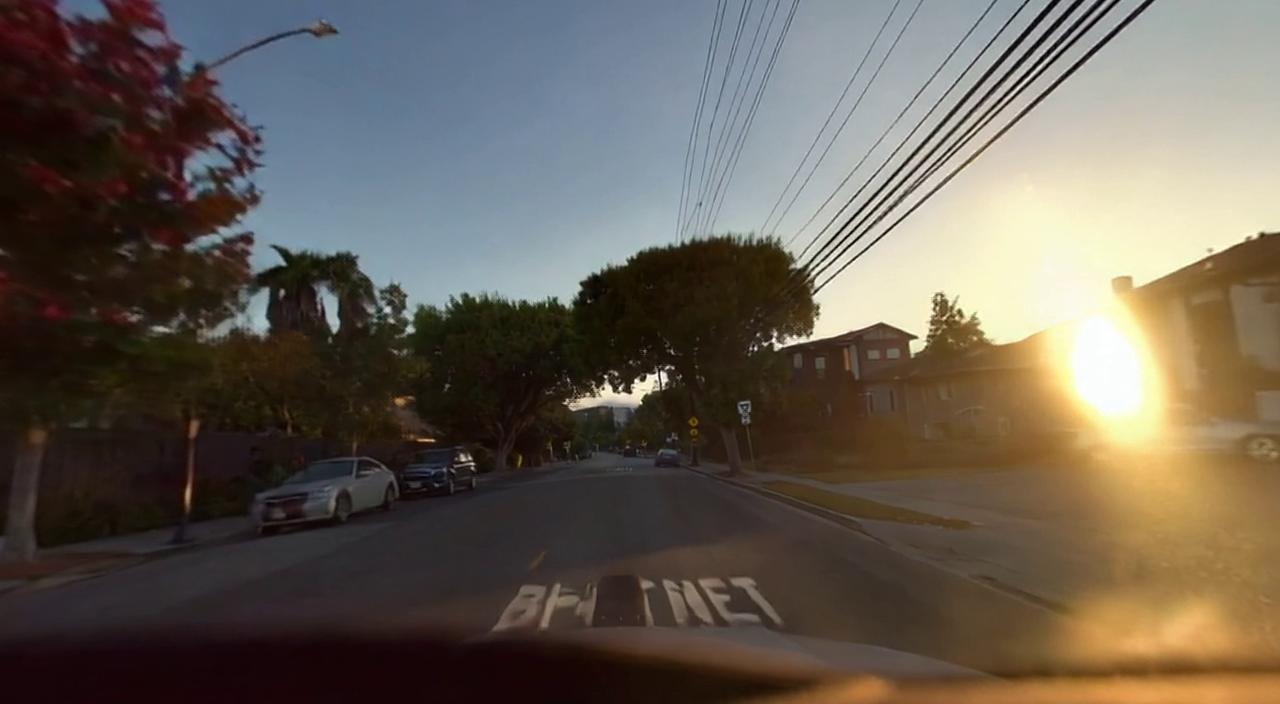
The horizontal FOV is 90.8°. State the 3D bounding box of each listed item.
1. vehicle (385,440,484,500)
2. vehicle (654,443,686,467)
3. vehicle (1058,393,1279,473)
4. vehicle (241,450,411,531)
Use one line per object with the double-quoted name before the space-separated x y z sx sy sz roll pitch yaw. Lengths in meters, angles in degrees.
"vehicle" -7.290 4.218 22.917 2.135 1.787 4.452 -4 -9 0
"vehicle" 2.158 7.654 47.098 1.971 1.710 4.210 0 -9 -3
"vehicle" 13.524 2.035 15.872 4.836 1.789 2.229 -4 -9 31
"vehicle" -7.135 3.145 14.917 2.041 1.587 3.920 -2 -9 -1
